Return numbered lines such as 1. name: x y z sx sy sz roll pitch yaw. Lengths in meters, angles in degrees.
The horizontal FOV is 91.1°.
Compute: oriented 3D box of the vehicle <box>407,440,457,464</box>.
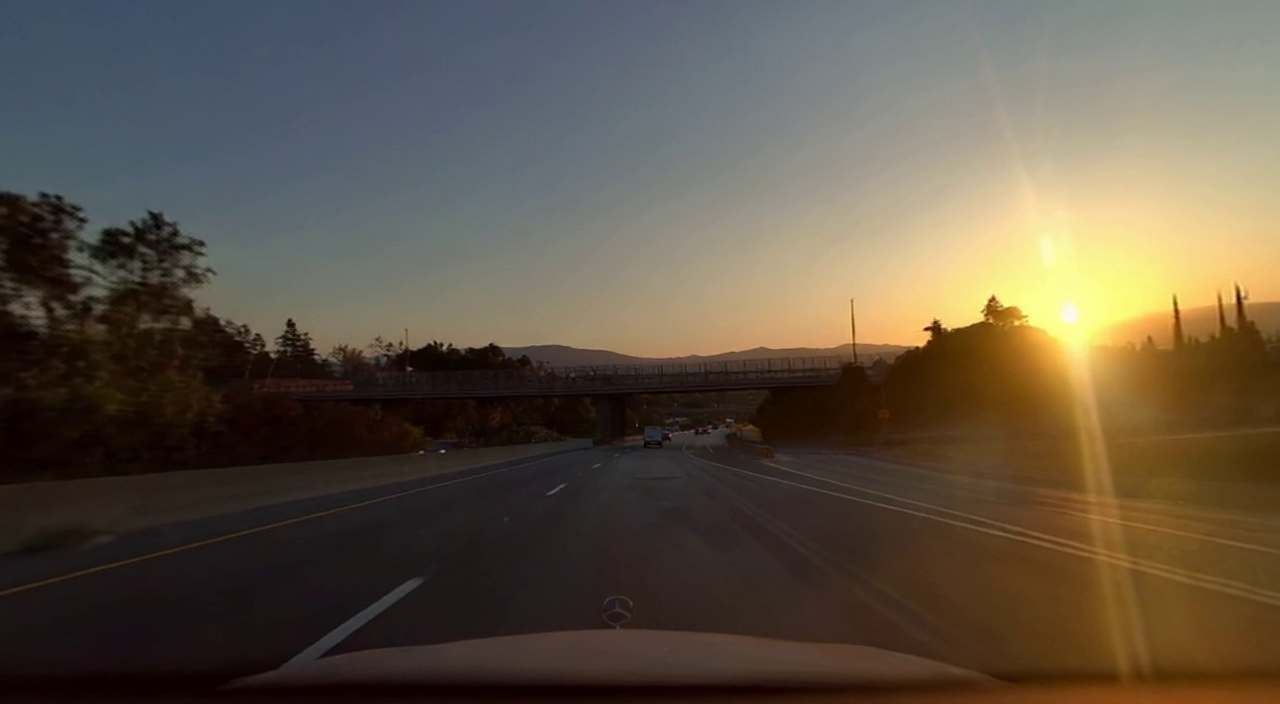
1. vehicle: -13.573 6.528 41.232 1.815 1.480 4.254 0 -8 0
